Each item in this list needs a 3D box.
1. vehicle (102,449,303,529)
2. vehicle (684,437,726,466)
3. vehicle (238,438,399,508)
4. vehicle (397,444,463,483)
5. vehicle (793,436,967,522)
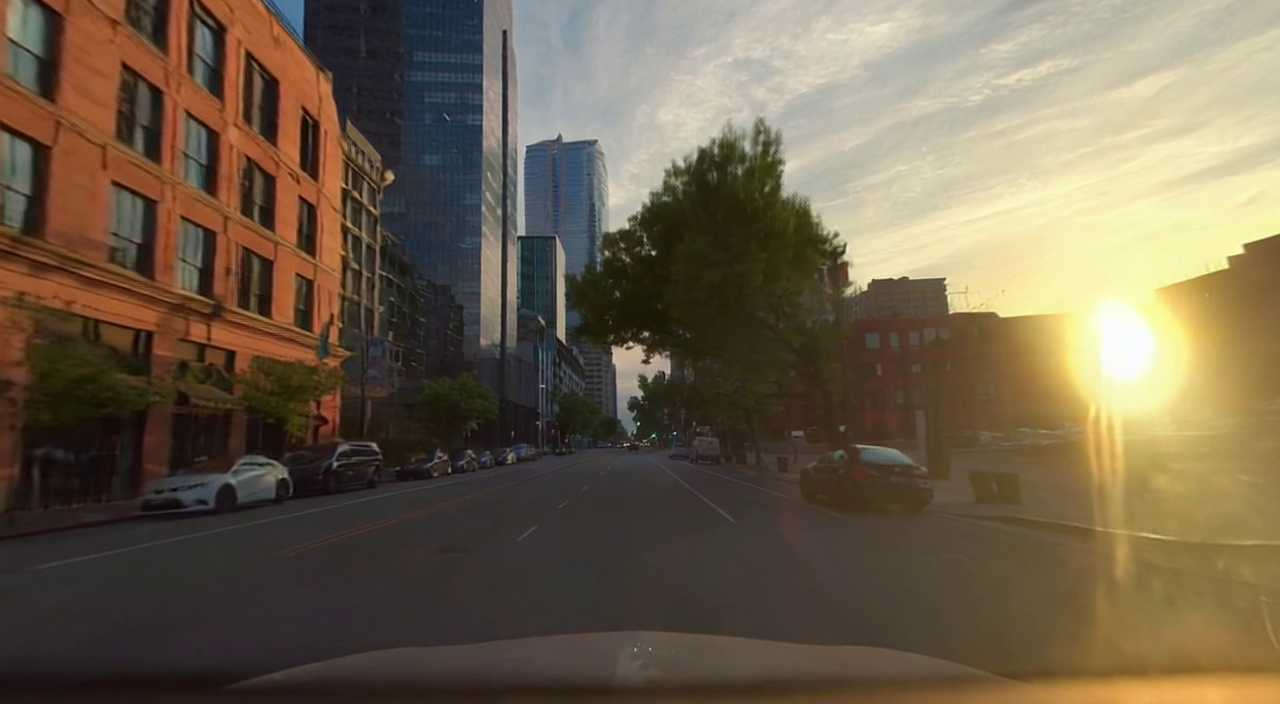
[{"bbox_3d":[-11.126,3.450,16.624,1.992,1.629,4.773,-4,-8,-1],"label":"vehicle"},{"bbox_3d":[4.428,6.920,44.081,2.237,1.908,5.320,0,-8,-1],"label":"vehicle"},{"bbox_3d":[-10.995,4.158,22.403,2.574,1.922,6.292,-4,-8,-2],"label":"vehicle"},{"bbox_3d":[-11.470,6.072,34.907,1.970,1.828,5.519,-3,-8,-3],"label":"vehicle"},{"bbox_3d":[4.844,2.608,13.594,1.929,1.522,4.543,0,-8,0],"label":"vehicle"}]
